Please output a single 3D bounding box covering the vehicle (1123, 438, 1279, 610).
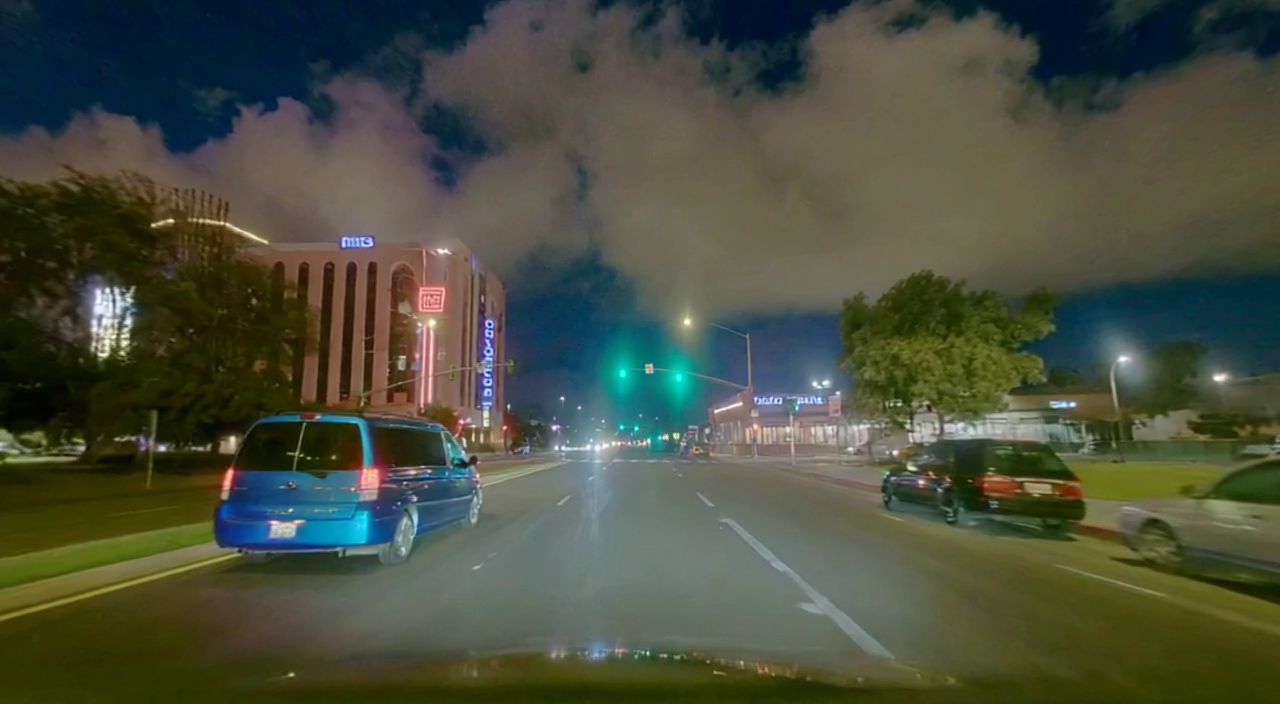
[{"bbox_3d":[6.451,1.420,4.908,1.796,1.474,4.449,0,-8,0],"label":"vehicle"}]

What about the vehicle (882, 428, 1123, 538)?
[{"bbox_3d":[6.418,2.323,11.864,1.913,1.664,4.246,0,-8,-1],"label":"vehicle"}]

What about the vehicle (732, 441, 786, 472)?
[{"bbox_3d":[6.391,5.648,34.401,1.967,1.534,4.683,0,-8,-1],"label":"vehicle"}]

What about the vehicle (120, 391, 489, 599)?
[{"bbox_3d":[-3.258,1.467,7.201,2.080,1.722,3.766,0,-8,0],"label":"vehicle"}]
